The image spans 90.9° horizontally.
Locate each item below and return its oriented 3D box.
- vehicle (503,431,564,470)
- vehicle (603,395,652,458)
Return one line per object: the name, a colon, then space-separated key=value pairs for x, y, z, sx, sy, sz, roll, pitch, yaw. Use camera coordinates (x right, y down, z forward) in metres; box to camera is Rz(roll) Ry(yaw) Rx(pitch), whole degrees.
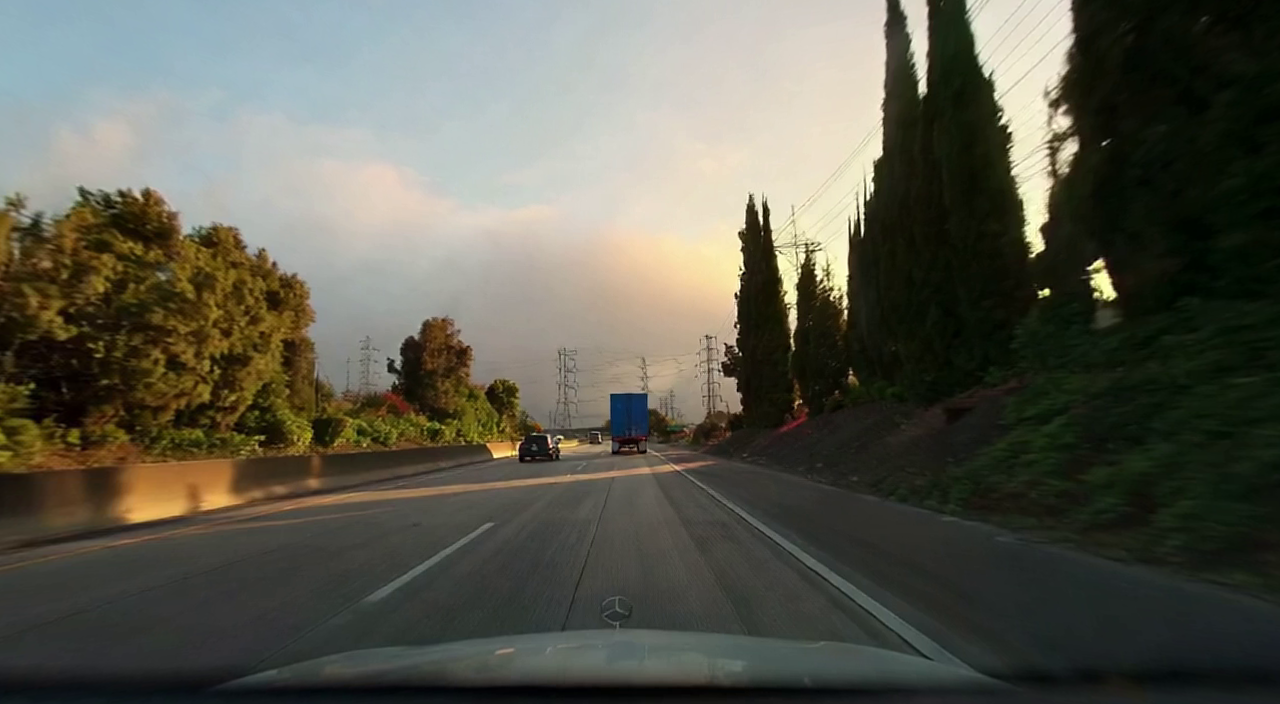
vehicle: x=-4.524 y=4.218 z=27.287 sx=1.934 sy=1.549 sz=4.194 roll=0 pitch=-8 yaw=-1
vehicle: x=-0.782 y=5.202 z=43.560 sx=2.955 sy=3.851 sz=9.915 roll=0 pitch=-8 yaw=0
